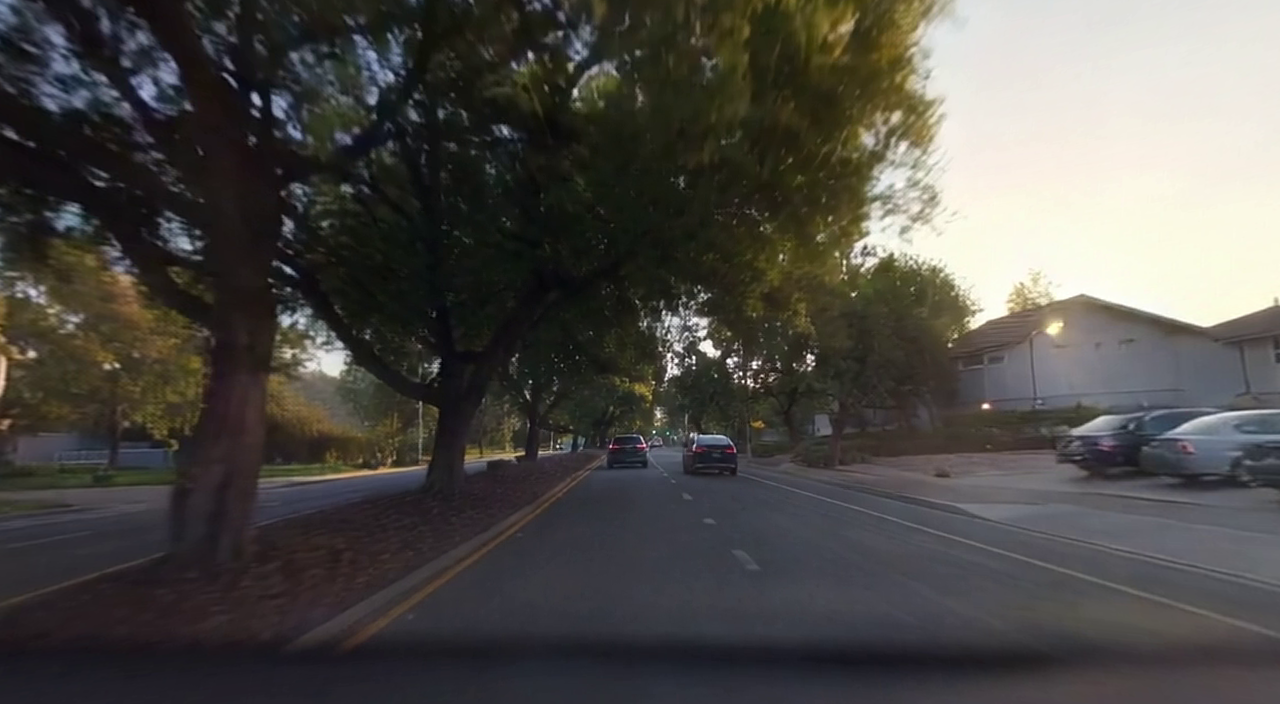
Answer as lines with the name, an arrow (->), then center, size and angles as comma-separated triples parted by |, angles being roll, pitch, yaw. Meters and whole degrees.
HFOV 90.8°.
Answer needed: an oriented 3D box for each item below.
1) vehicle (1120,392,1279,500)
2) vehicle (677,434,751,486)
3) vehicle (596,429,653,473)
vehicle -> 11.529, 1.647, 11.139 | 2.158, 1.780, 4.476 | 8, -12, -44
vehicle -> 2.464, 3.719, 22.072 | 2.003, 1.614, 4.072 | 0, -8, -2
vehicle -> -0.720, 4.657, 29.834 | 2.488, 1.881, 4.814 | 0, -8, -1
